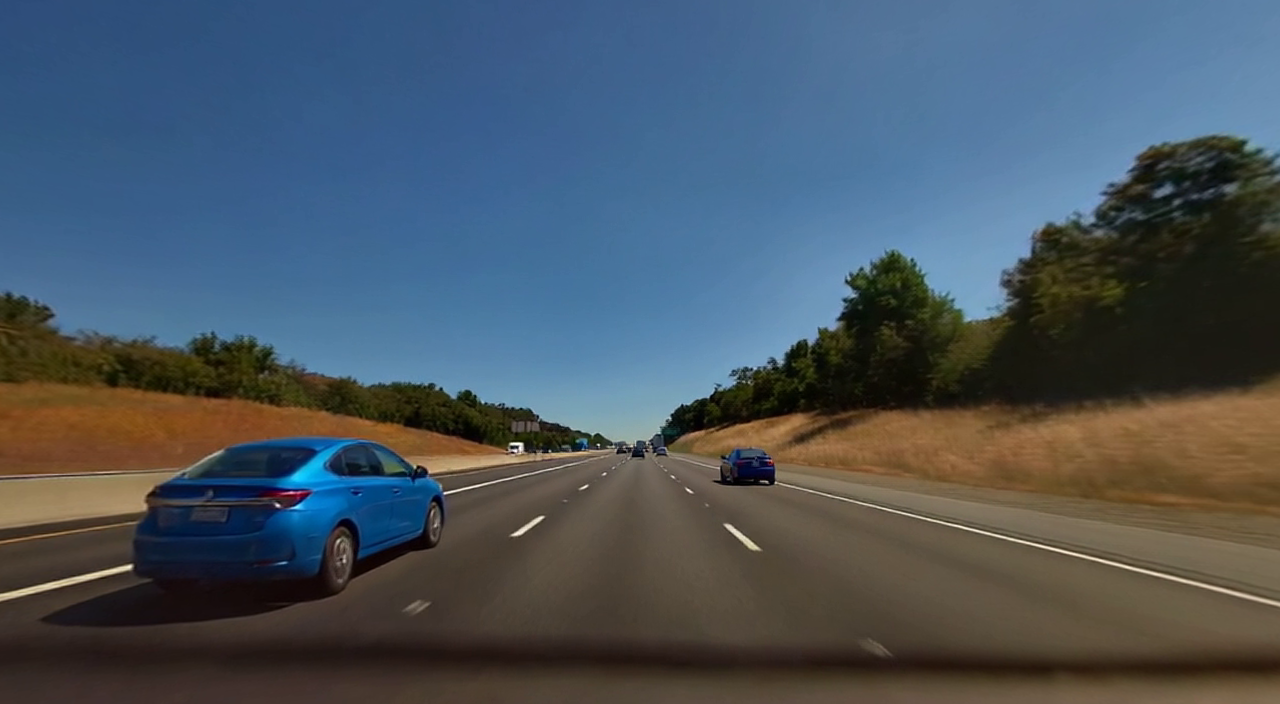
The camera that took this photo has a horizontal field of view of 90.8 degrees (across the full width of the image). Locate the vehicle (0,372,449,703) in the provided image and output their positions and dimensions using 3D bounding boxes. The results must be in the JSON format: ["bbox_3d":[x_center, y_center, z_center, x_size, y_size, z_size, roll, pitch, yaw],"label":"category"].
[{"bbox_3d":[-3.335,1.278,4.956,2.277,1.695,4.475,0,-9,0],"label":"vehicle"}]

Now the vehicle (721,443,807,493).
[{"bbox_3d":[3.951,3.752,20.757,1.967,1.472,3.751,0,-9,-1],"label":"vehicle"}]
